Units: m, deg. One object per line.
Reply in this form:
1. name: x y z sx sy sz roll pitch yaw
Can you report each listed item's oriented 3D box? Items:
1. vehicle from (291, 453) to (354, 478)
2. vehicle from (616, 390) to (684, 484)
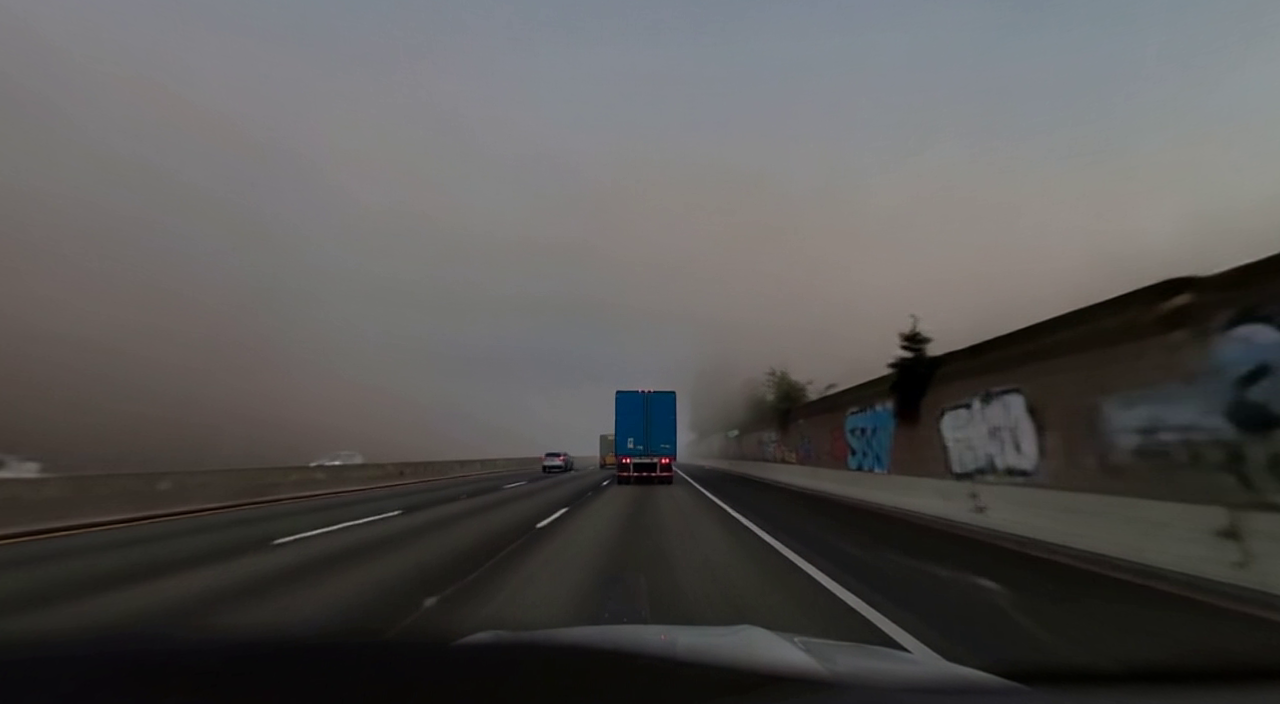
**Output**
1. vehicle: -19.736 7.038 39.340 1.791 1.469 3.979 0 -9 2
2. vehicle: 0.498 4.576 33.202 2.997 4.069 10.871 0 -9 1
